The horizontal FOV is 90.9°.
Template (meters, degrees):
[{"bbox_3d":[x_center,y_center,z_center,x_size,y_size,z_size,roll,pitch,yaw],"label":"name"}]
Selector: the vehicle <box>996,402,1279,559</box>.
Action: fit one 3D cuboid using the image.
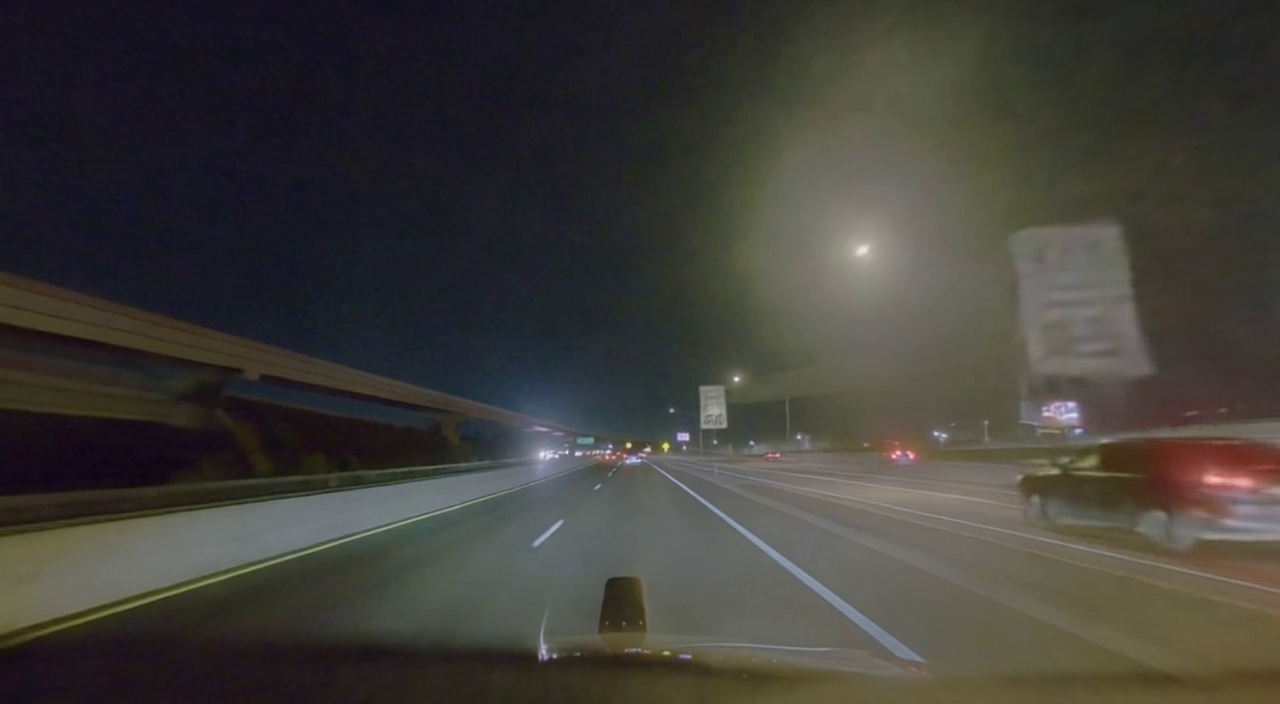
[{"bbox_3d":[15.045,3.566,18.684,3.233,3.414,9.483,0,-9,-1],"label":"vehicle"}]
